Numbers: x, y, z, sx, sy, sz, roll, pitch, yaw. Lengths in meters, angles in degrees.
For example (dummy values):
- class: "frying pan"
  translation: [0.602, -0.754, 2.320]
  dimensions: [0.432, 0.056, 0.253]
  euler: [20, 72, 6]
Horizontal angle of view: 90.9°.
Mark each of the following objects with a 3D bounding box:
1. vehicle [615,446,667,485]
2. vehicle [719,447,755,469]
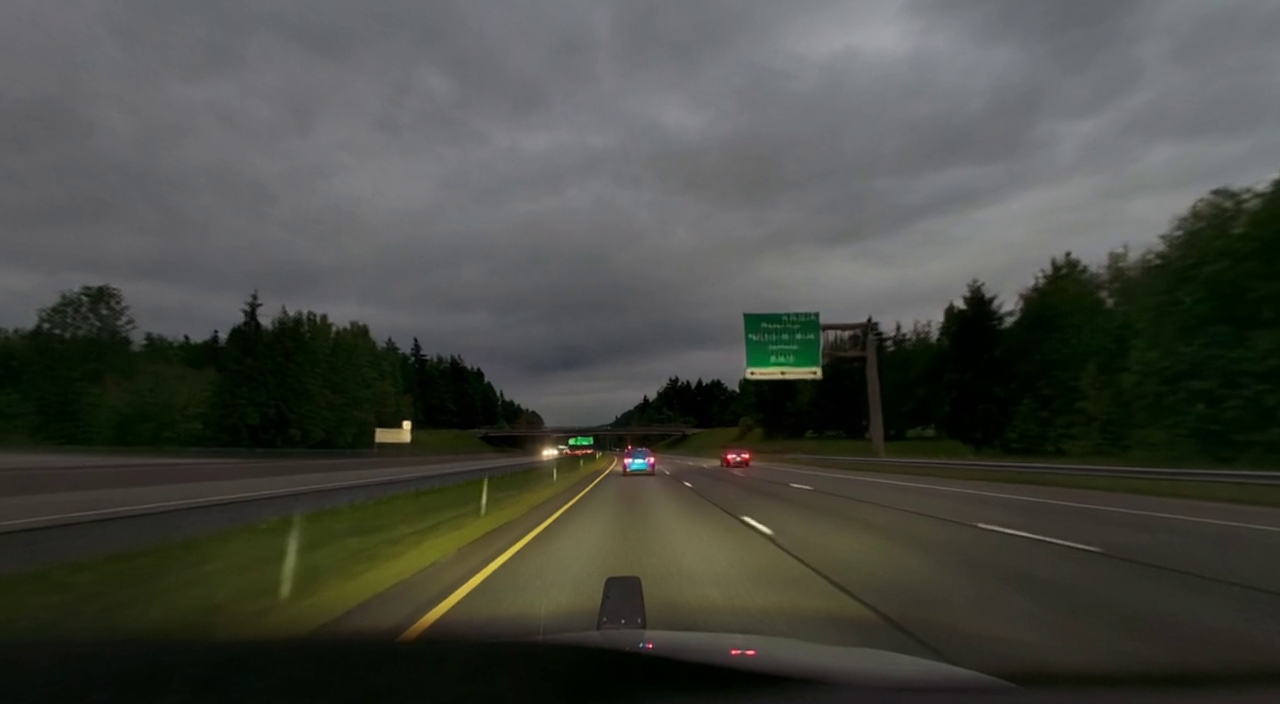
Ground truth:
- class: "vehicle"
  translation: [0.004, 4.853, 27.256]
  dimensions: [2.069, 1.523, 4.012]
  euler: [0, -9, -1]
- class: "vehicle"
  translation: [7.331, 8.051, 48.082]
  dimensions: [2.006, 1.639, 4.087]
  euler: [0, -9, -1]
